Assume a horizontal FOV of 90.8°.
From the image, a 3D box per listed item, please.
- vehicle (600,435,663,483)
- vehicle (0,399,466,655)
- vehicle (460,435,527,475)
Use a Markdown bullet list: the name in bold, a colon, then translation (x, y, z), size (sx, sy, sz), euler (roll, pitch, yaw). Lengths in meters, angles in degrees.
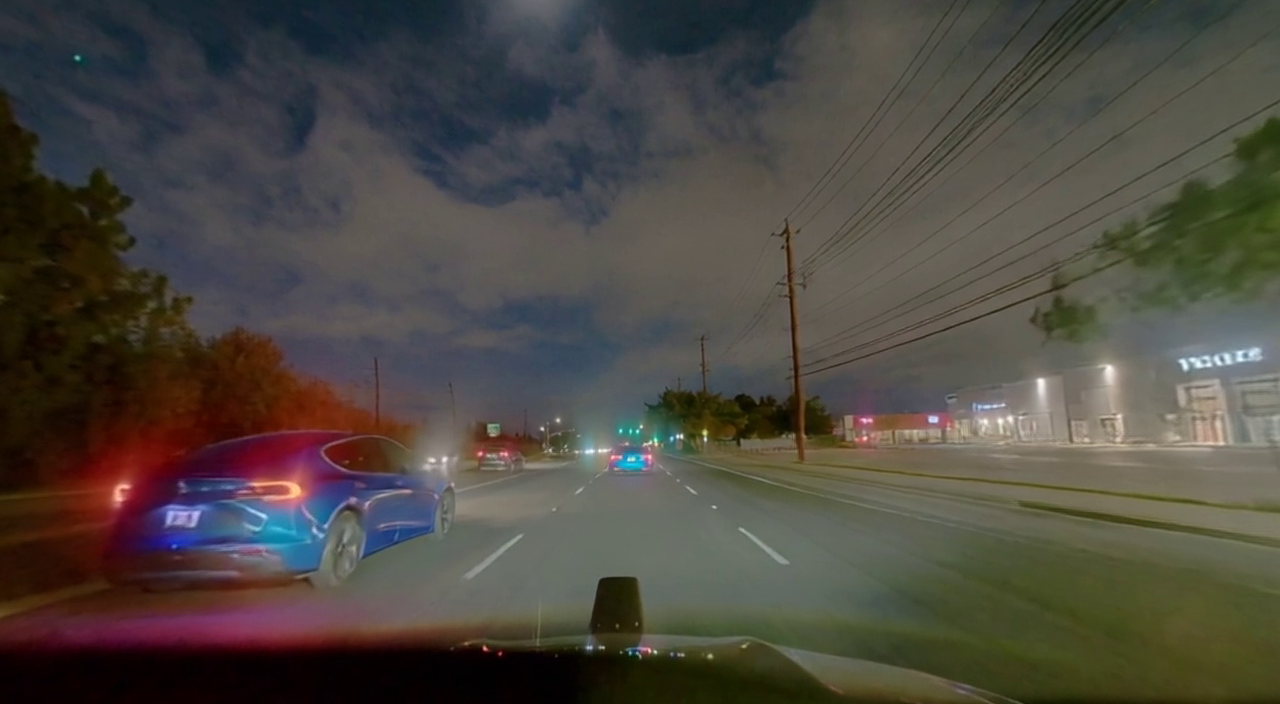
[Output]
- **vehicle**: translation (-0.312, 4.060, 24.274), size (2.189, 1.652, 4.135), euler (0, -9, 0)
- **vehicle**: translation (-3.518, 1.476, 6.518), size (1.985, 1.607, 4.892), euler (0, -9, 1)
- **vehicle**: translation (-7.251, 5.144, 31.769), size (2.203, 1.819, 4.547), euler (0, -9, 1)
